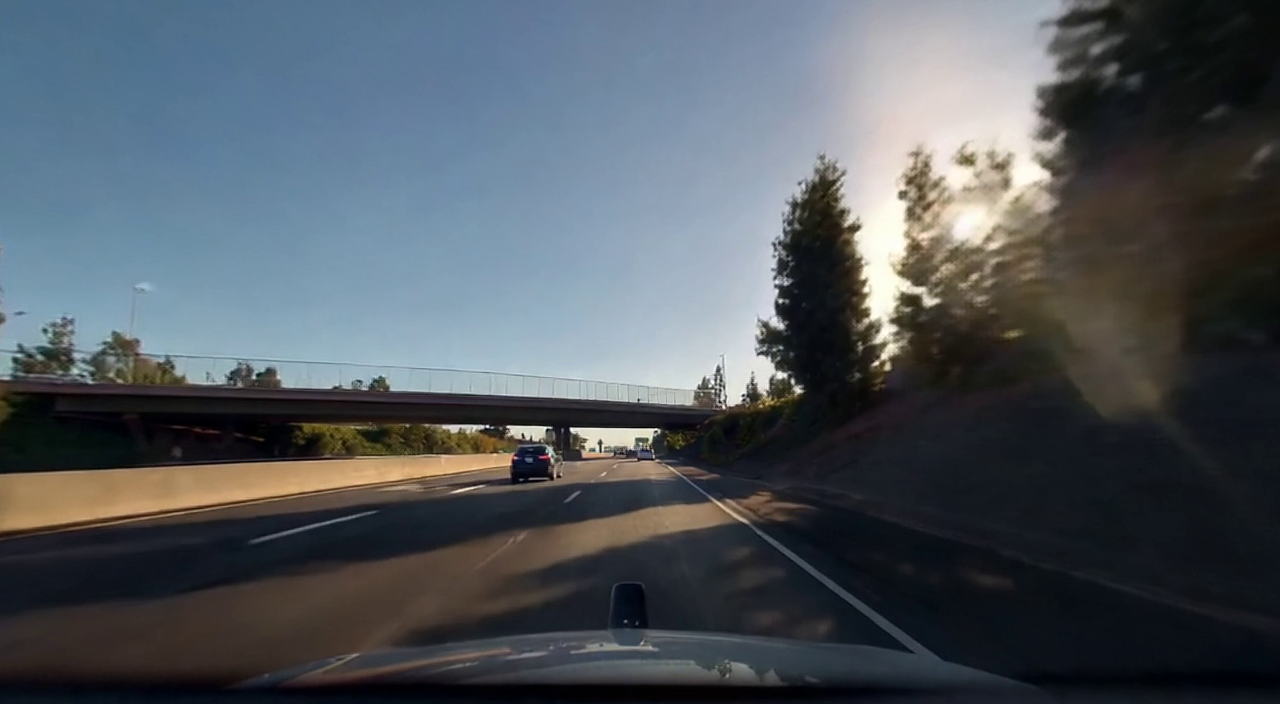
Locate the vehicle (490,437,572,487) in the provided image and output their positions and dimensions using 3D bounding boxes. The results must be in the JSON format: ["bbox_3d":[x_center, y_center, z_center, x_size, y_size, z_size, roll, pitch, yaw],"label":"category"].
[{"bbox_3d":[-4.150,4.315,25.030,2.272,1.759,5.058,0,-9,1],"label":"vehicle"}]
